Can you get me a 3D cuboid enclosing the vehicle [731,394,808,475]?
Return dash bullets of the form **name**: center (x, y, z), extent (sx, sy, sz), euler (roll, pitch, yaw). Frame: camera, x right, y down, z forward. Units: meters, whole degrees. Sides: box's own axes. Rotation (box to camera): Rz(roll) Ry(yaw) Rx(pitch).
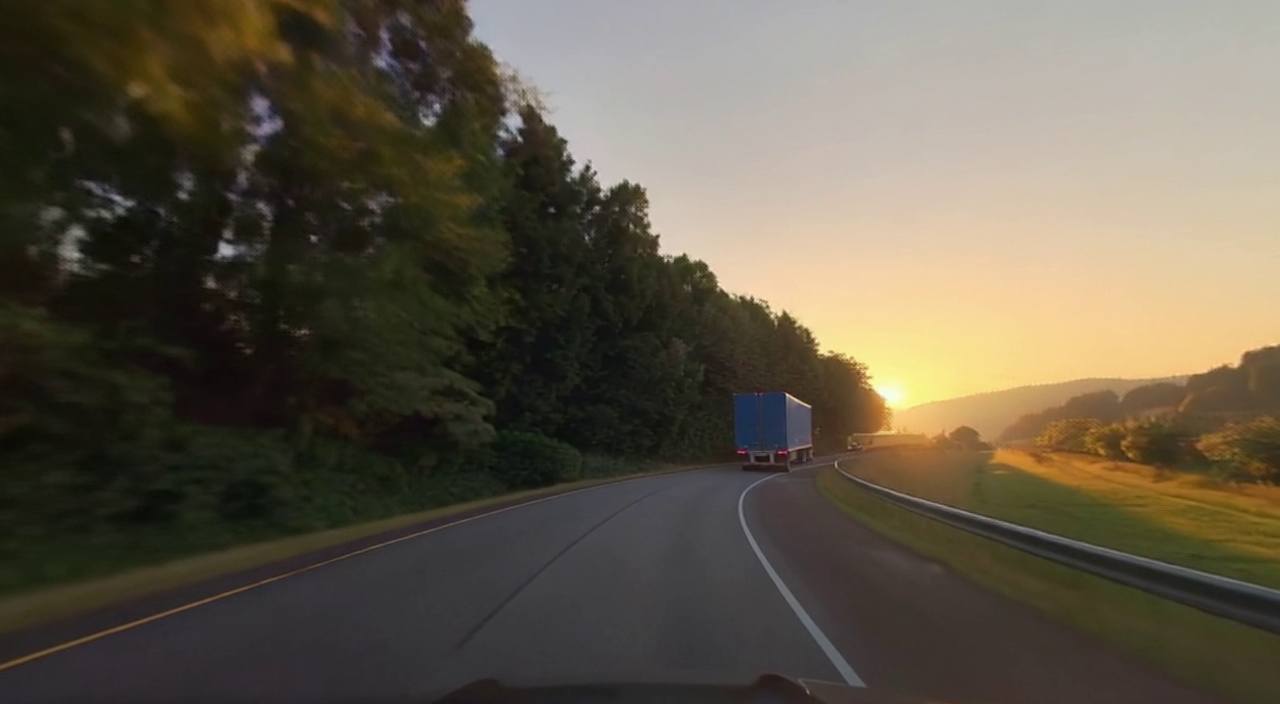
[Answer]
- **vehicle**: center (8.496, 5.322, 39.661), extent (3.087, 4.178, 13.682), euler (-3, -9, 18)
